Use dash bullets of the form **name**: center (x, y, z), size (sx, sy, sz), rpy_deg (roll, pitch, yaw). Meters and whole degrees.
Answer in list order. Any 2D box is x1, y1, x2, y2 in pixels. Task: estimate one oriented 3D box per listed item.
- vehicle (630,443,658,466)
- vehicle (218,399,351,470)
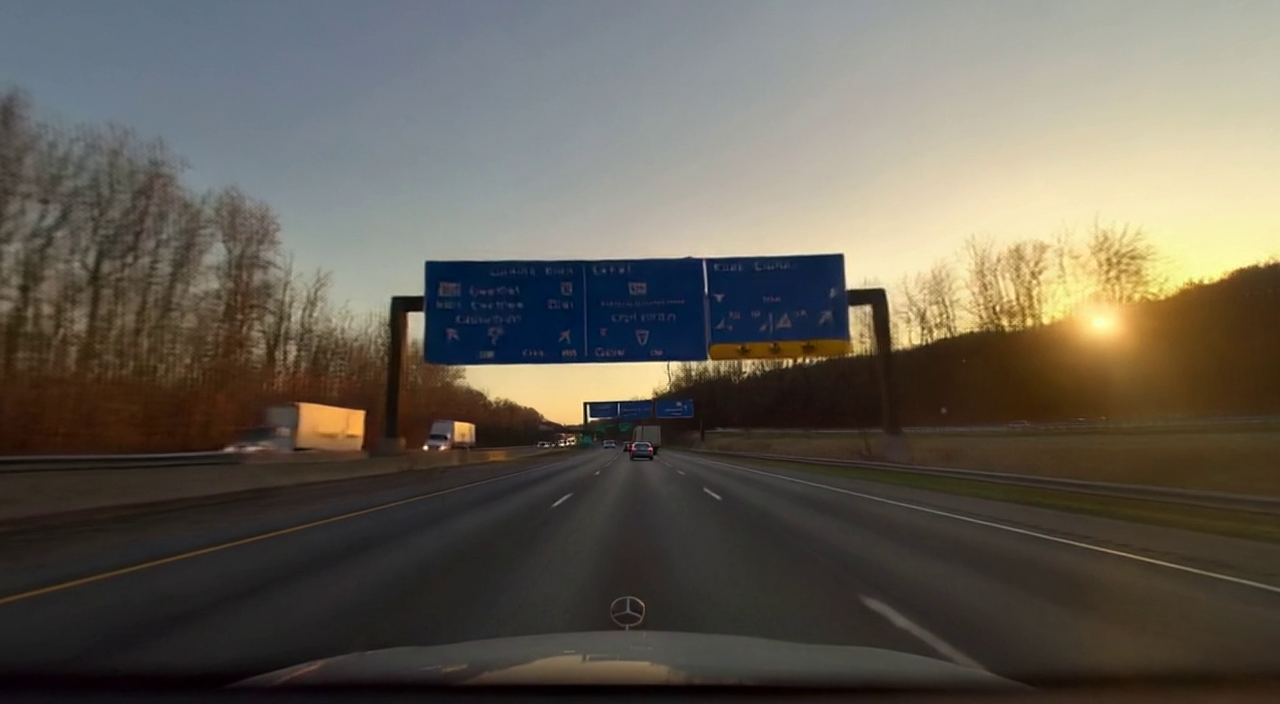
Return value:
- **vehicle**: center (0.255, 7.083, 43.569), size (1.859, 1.478, 3.799), rpy_deg (0, -8, 0)
- **vehicle**: center (-21.306, 5.124, 38.504), size (2.900, 3.781, 9.129), rpy_deg (0, -9, -1)
